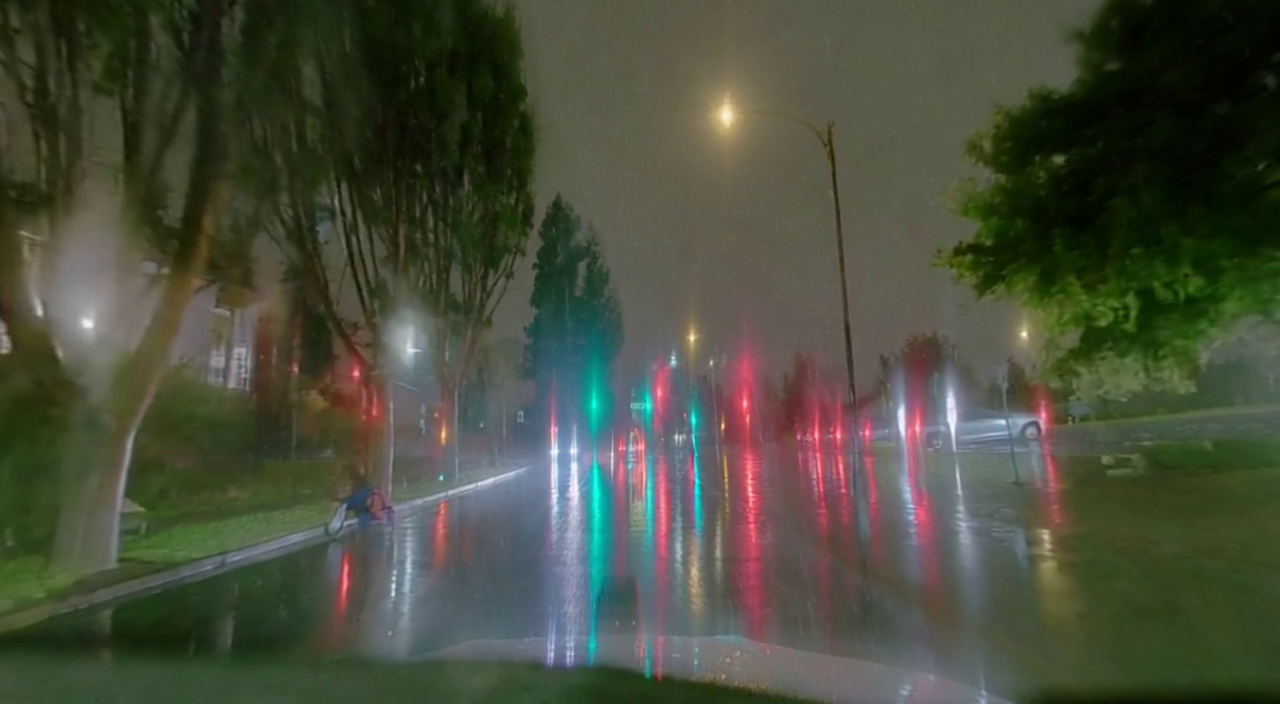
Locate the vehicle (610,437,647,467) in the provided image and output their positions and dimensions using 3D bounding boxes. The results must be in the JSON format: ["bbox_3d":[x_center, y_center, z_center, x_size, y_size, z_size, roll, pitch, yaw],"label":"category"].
[{"bbox_3d":[-0.657,6.063,38.301,2.142,1.686,3.816,-1,-8,1],"label":"vehicle"}]

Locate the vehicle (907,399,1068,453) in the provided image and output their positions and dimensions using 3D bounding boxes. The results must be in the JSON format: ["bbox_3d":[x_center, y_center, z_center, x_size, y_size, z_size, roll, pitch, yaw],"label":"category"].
[{"bbox_3d":[11.934,2.590,21.908,4.349,1.462,1.982,-5,-8,6],"label":"vehicle"}]

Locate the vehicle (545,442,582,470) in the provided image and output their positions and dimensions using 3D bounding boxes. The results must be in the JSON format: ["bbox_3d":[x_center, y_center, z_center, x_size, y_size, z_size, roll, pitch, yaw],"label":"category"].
[{"bbox_3d":[-4.489,6.117,37.216,1.973,1.512,3.524,0,-8,-4],"label":"vehicle"}]
